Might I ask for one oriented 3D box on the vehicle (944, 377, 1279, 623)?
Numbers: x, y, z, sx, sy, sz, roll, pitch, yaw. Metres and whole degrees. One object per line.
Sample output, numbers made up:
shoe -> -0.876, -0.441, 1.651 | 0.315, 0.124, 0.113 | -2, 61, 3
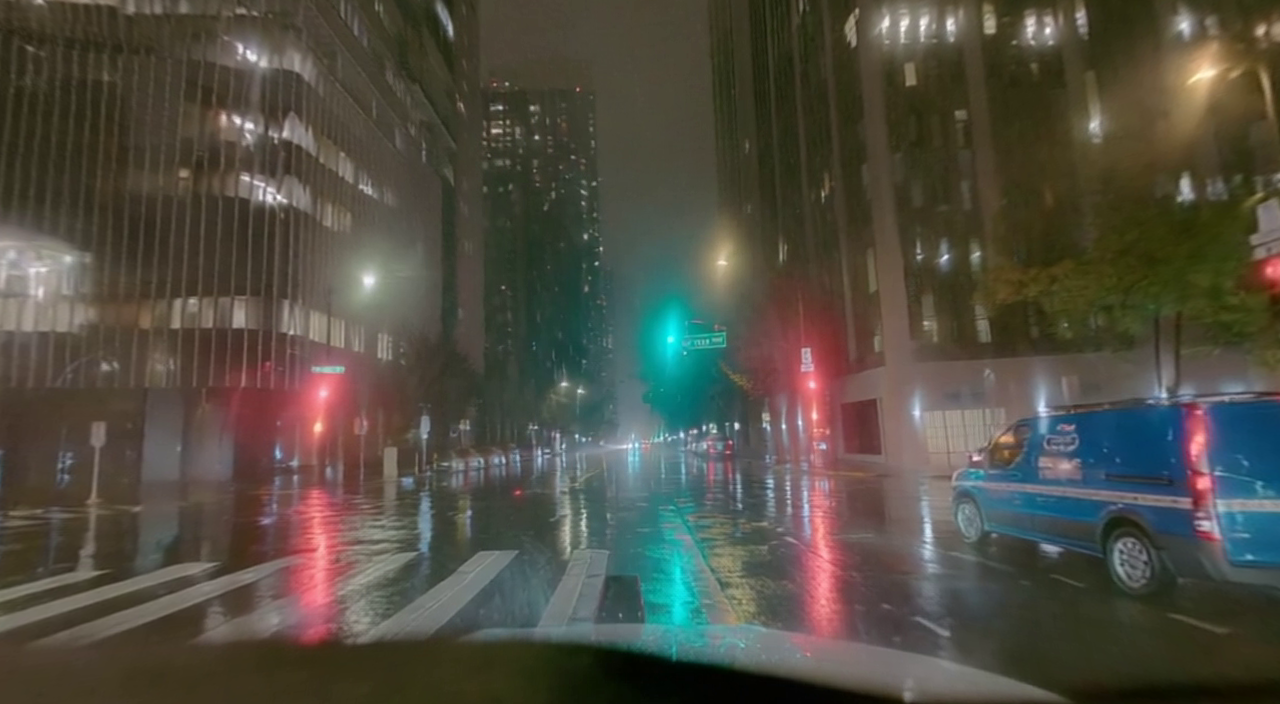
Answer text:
vehicle -> 5.620, 1.437, 7.129 | 2.070, 1.804, 4.881 | -1, -8, 2

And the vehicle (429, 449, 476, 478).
vehicle -> -12.396, 7.359, 42.011 | 1.935, 1.639, 4.244 | -3, -8, -2
